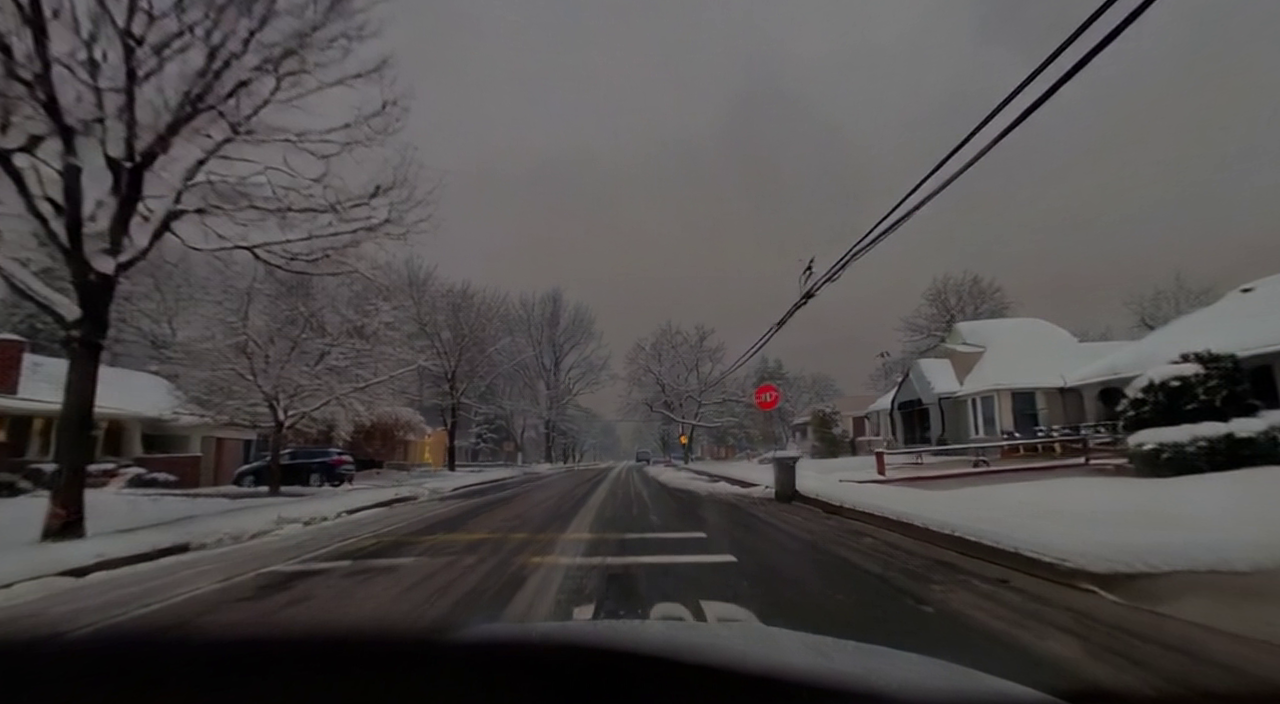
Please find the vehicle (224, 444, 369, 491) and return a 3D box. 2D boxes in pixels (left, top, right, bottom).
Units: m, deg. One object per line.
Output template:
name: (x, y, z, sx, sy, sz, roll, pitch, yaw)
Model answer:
vehicle: (-14.269, 4.807, 26.495, 4.809, 1.865, 2.093, 0, -9, -2)
